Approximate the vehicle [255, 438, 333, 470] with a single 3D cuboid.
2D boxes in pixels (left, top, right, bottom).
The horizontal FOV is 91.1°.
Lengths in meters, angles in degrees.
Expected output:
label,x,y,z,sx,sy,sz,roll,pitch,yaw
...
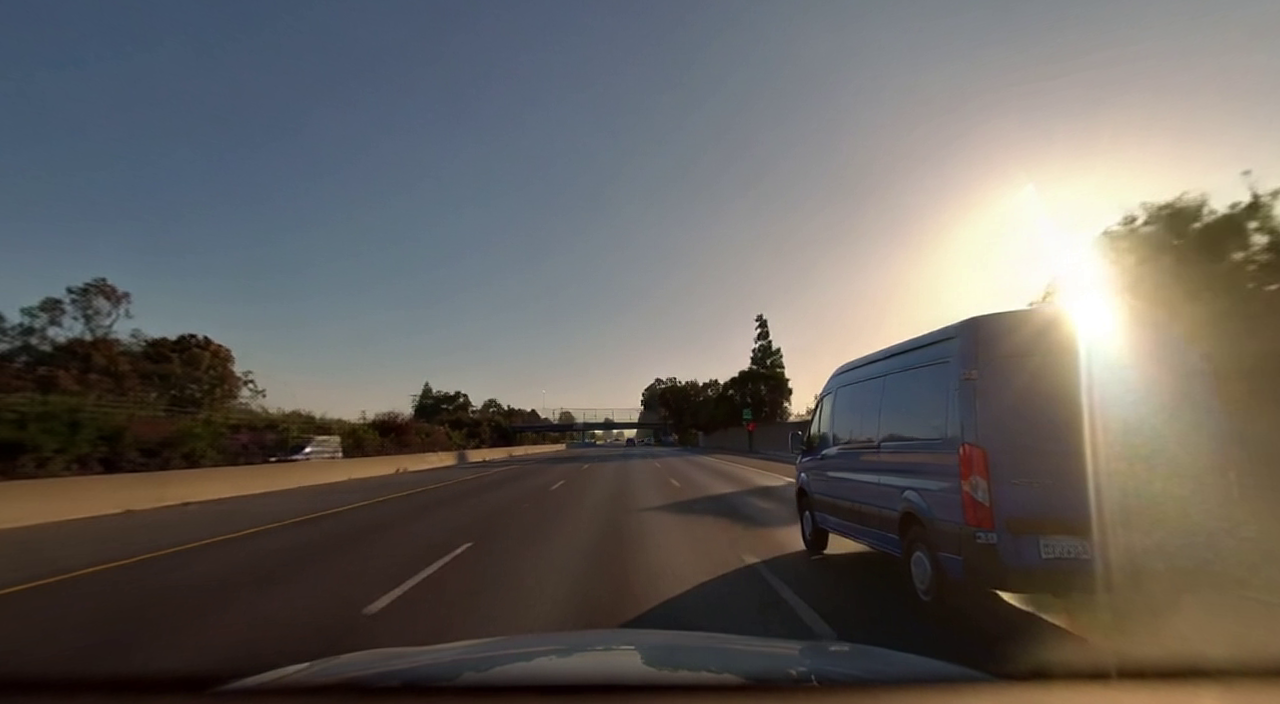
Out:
label,x,y,z,sx,sy,sz,roll,pitch,yaw
vehicle,-21.112,6.229,38.676,2.002,1.778,5.078,0,-8,-1
